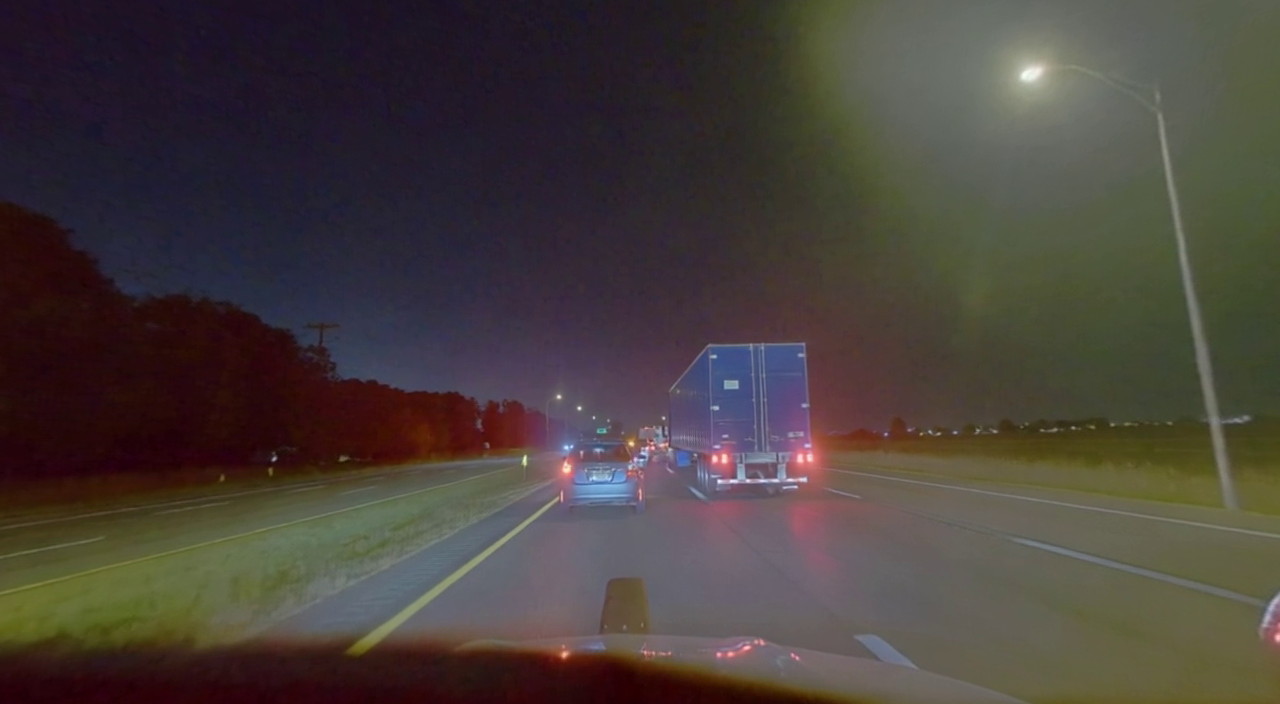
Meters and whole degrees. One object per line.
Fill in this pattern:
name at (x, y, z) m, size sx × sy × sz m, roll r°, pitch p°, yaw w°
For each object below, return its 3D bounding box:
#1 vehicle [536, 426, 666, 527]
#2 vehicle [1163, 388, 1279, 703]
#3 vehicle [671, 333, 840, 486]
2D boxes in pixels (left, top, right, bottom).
vehicle at (-0.636, 2.233, 11.839) m, size 2.009 × 1.554 × 4.013 m, roll 0°, pitch -8°, yaw -1°
vehicle at (3.565, 0.635, 0.682) m, size 1.960 × 1.515 × 4.713 m, roll 0°, pitch -8°, yaw 1°
vehicle at (3.613, 2.765, 25.966) m, size 3.591 × 4.290 × 16.696 m, roll 0°, pitch -8°, yaw -1°
